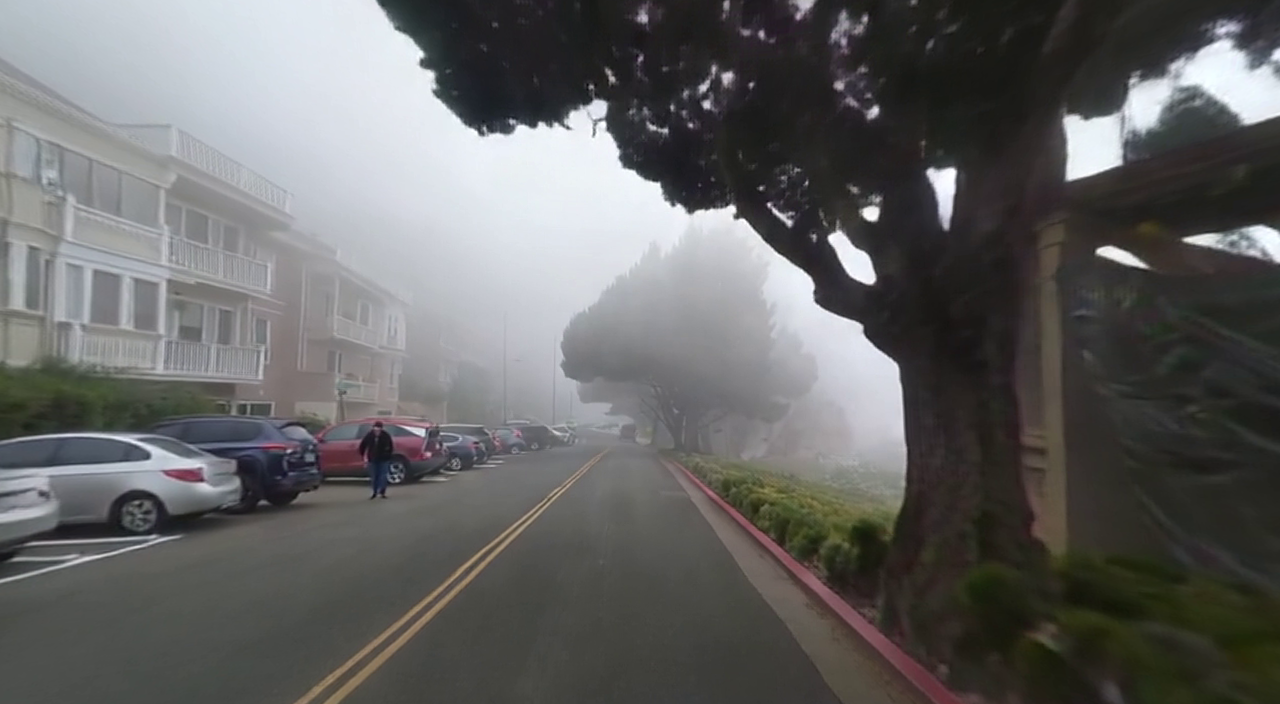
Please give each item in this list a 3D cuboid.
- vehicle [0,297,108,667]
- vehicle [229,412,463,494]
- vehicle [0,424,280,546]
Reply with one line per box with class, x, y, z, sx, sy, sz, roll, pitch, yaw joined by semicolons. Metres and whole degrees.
vehicle;-7.045;0.788;3.599;5.592;2.439;2.515;0;-8;-1
vehicle;-7.503;2.631;16.571;4.981;1.975;2.296;-1;-8;3
vehicle;-7.703;1.850;9.084;3.908;1.544;1.789;0;-8;-1
